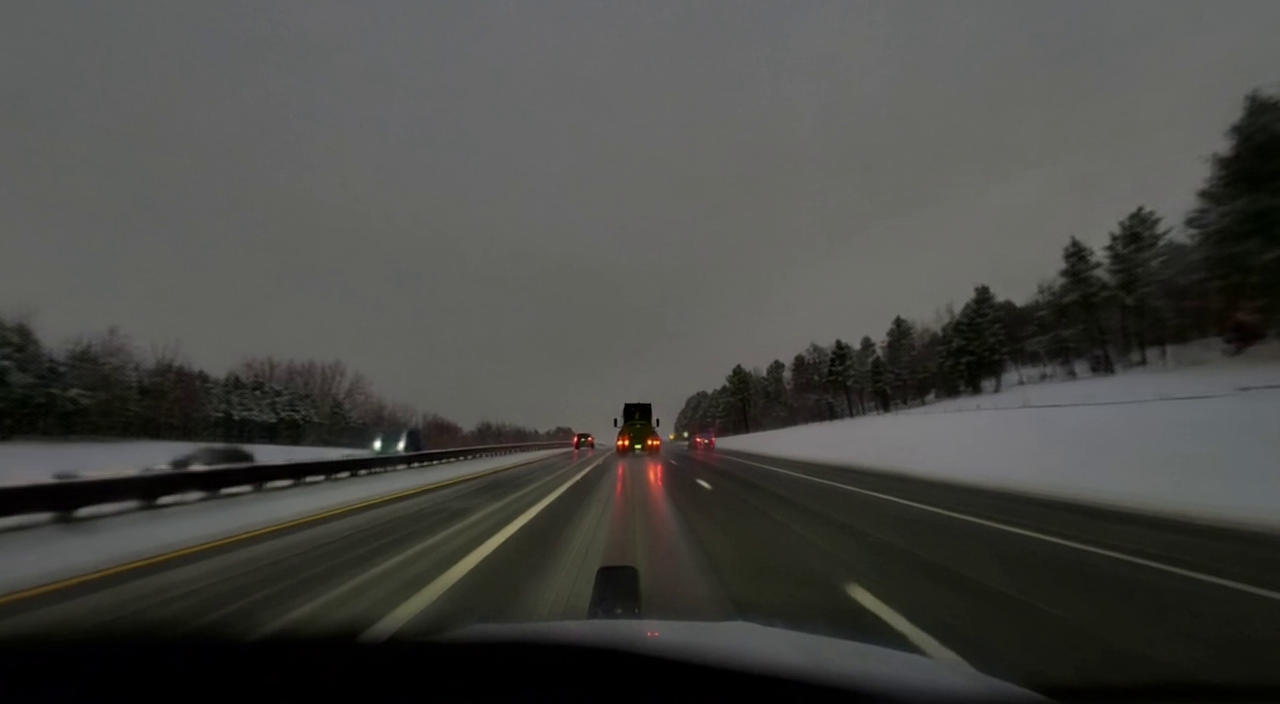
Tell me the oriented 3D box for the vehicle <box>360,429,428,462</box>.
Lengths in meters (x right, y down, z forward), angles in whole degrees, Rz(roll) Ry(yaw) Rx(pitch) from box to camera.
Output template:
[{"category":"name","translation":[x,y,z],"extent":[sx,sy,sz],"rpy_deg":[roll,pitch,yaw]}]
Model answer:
[{"category":"vehicle","translation":[-14.645,5.578,37.751],"extent":[2.096,1.872,5.011],"rpy_deg":[0,-8,-1]}]

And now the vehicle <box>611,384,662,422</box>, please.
[{"category":"vehicle","translation":[-0.184,2.343,28.039],"extent":[2.112,1.472,4.240],"rpy_deg":[0,-8,-1]}]

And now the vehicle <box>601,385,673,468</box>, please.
[{"category":"vehicle","translation":[-0.296,3.944,32.644],"extent":[2.953,3.406,13.372],"rpy_deg":[0,-7,-2]}]

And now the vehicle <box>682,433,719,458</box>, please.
[{"category":"vehicle","translation":[3.821,5.934,40.252],"extent":[1.910,1.492,4.324],"rpy_deg":[0,-8,-1]}]
